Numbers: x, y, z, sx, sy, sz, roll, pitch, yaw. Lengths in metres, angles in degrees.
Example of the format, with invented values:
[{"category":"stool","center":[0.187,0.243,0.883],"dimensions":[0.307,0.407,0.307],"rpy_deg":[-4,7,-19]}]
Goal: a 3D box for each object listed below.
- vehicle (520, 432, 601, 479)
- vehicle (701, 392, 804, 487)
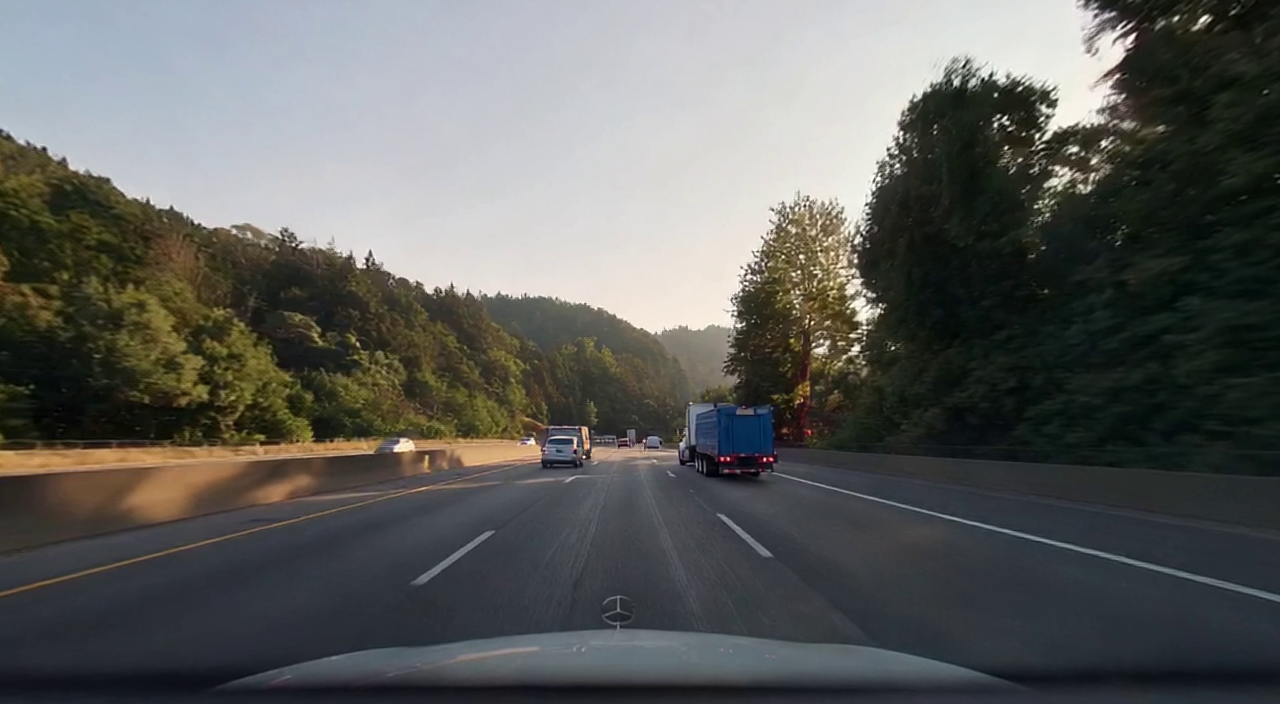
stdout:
[{"category":"vehicle","center":[-2.788,3.725,23.161],"dimensions":[2.195,1.529,4.572],"rpy_deg":[0,-8,2]},{"category":"vehicle","center":[3.264,2.664,19.218],"dimensions":[2.256,2.568,4.049],"rpy_deg":[0,-8,-1]}]
